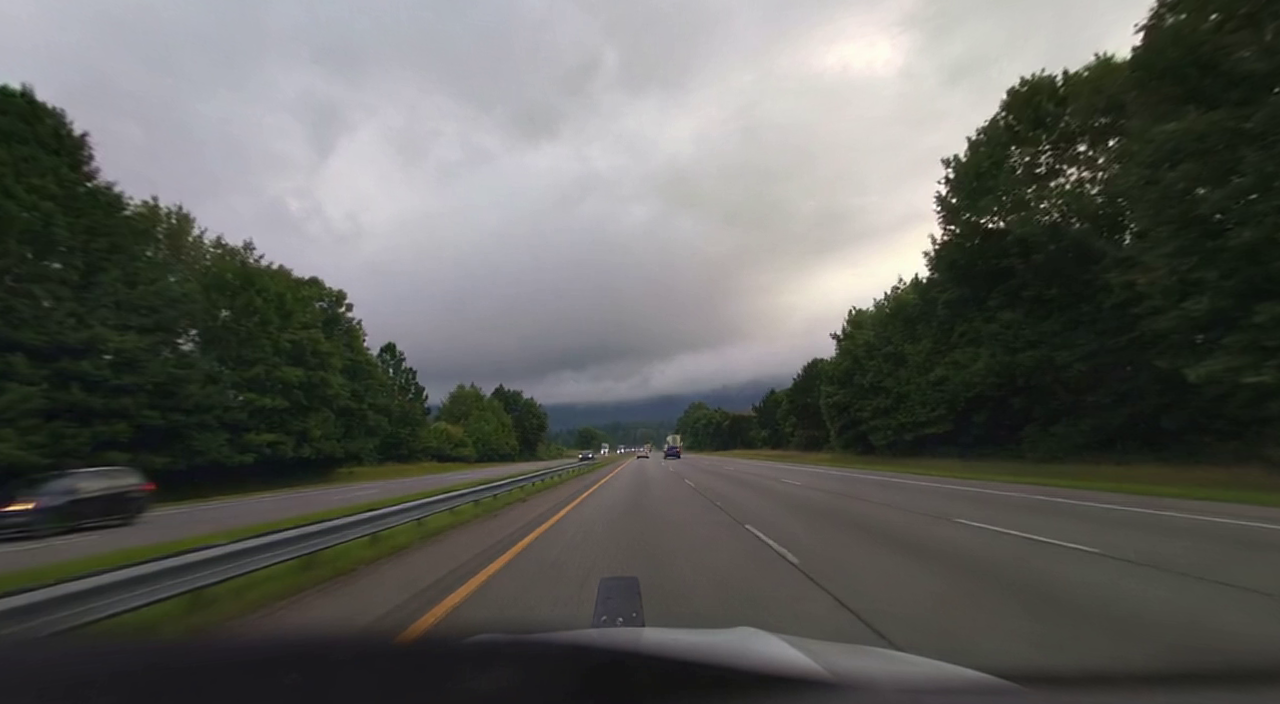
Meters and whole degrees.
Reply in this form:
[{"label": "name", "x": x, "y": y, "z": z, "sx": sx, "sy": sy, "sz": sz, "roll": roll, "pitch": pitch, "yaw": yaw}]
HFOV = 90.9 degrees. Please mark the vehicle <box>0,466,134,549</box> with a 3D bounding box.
[{"label": "vehicle", "x": -13.063, "y": 3.130, "z": 12.893, "sx": 1.850, "sy": 1.475, "sz": 4.290, "roll": 0, "pitch": -9, "yaw": 0}]
